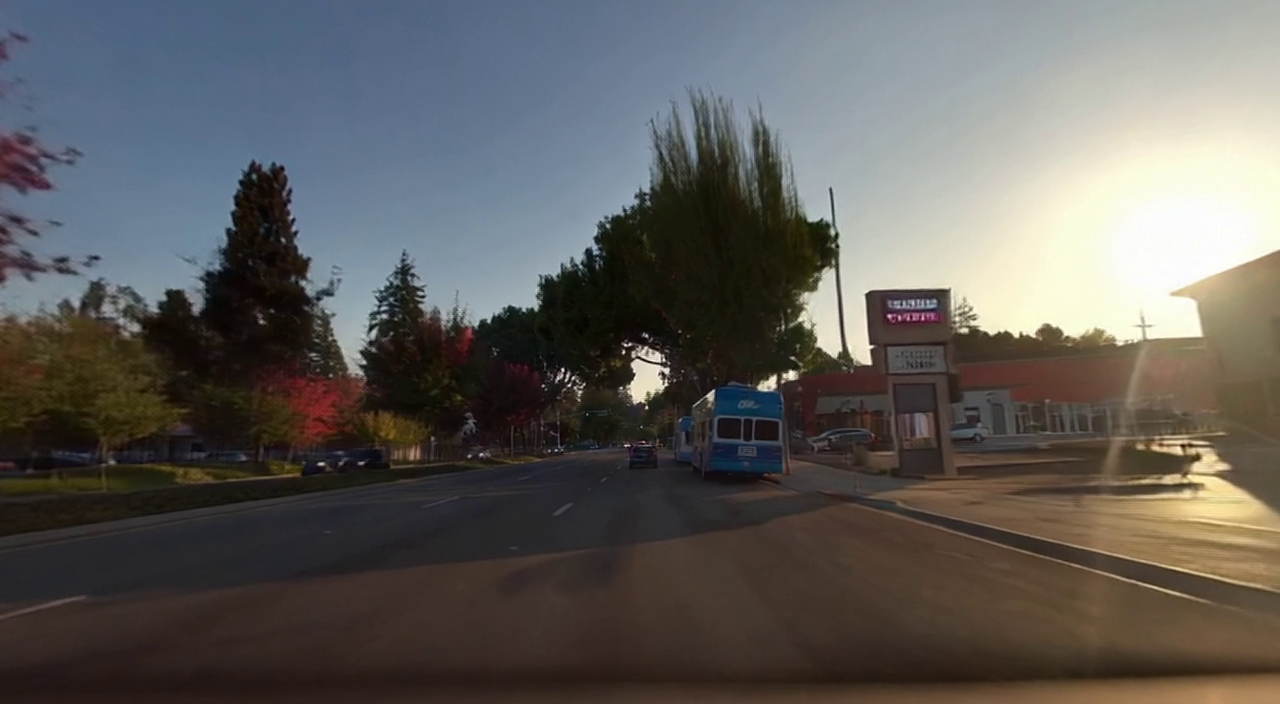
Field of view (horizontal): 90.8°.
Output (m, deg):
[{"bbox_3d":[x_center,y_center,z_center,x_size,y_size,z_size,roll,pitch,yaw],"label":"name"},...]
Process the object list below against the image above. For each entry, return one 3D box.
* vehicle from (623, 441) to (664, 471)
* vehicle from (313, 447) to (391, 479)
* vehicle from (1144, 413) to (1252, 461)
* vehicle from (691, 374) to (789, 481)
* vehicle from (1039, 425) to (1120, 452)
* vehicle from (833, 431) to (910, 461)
[{"bbox_3d":[0.167,5.701,34.839,2.103,1.506,4.742,0,-9,-1],"label":"vehicle"},{"bbox_3d":[-14.551,5.619,32.226,1.836,1.498,4.518,0,-9,1],"label":"vehicle"},{"bbox_3d":[23.083,3.514,26.104,4.430,1.659,1.905,2,-10,-31],"label":"vehicle"},{"bbox_3d":[4.014,3.411,27.555,2.896,3.921,8.415,0,-9,0],"label":"vehicle"},{"bbox_3d":[26.091,5.180,37.523,4.196,1.520,1.953,4,-10,-25],"label":"vehicle"},{"bbox_3d":[13.890,5.687,37.960,4.037,1.538,1.912,-7,-10,26],"label":"vehicle"}]
